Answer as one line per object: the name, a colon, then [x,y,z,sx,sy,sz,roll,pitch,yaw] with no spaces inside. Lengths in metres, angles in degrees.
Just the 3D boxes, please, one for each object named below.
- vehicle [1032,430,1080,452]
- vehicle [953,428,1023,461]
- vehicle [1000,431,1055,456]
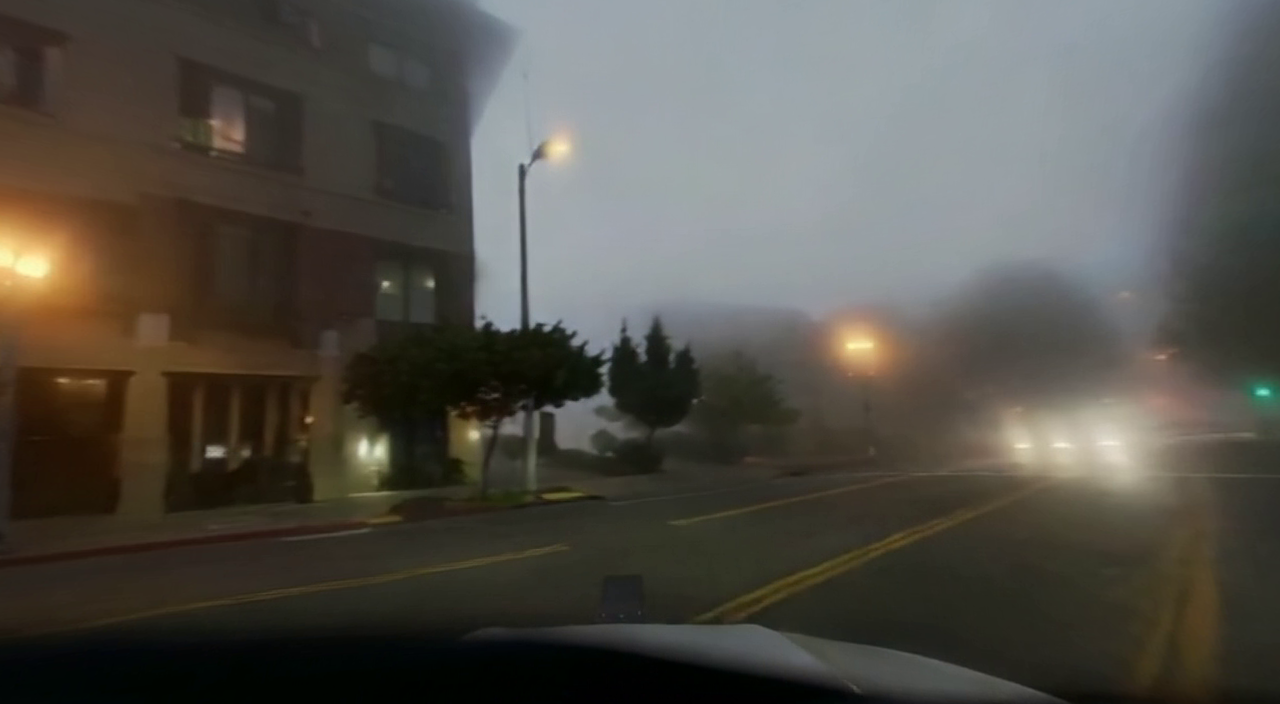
vehicle: [28.667,6.135,43.488,1.881,1.459,4.202,-8,-12,44]
vehicle: [19.324,5.104,35.020,4.335,1.708,2.075,7,-11,-43]
vehicle: [24.269,5.730,39.488,4.201,1.440,1.719,7,-11,-43]
